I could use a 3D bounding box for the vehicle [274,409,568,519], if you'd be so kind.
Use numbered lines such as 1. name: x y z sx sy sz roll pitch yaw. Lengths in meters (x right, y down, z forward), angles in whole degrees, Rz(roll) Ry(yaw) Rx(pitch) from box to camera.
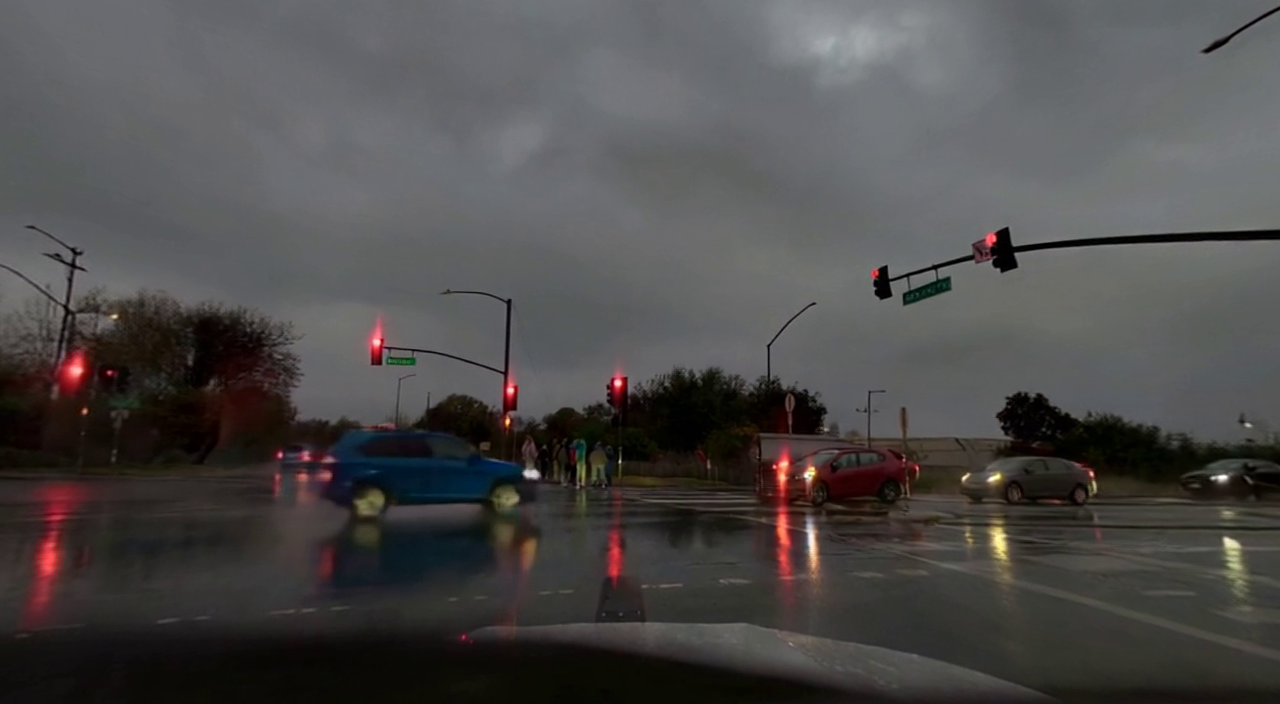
1. vehicle: -3.843 2.040 11.701 4.633 1.739 2.090 3 -9 -17

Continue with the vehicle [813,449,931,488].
1. vehicle: 10.224 5.130 27.897 4.537 1.608 1.827 2 -9 -9

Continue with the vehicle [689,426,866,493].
1. vehicle: 4.694 3.706 21.750 5.535 1.896 2.170 5 -9 -11

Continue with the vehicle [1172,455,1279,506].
1. vehicle: 23.925 5.026 24.901 4.322 1.522 1.795 -3 -9 -10

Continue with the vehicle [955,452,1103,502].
1. vehicle: 14.532 4.642 23.665 4.356 1.498 1.957 -2 -8 -7
